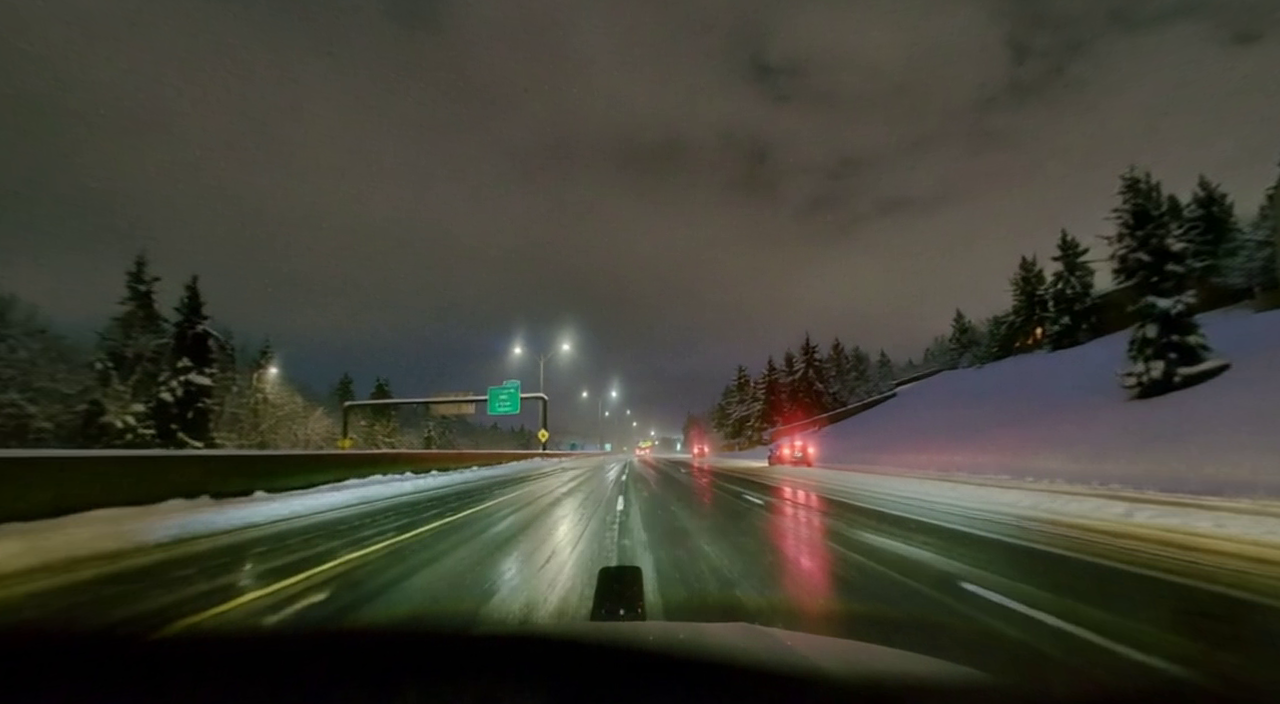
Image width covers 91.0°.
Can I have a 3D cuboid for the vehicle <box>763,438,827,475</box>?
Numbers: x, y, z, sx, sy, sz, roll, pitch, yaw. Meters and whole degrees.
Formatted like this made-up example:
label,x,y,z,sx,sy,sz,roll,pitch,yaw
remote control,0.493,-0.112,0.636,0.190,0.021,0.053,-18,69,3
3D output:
label,x,y,z,sx,sy,sz,roll,pitch,yaw
vehicle,7.983,5.433,32.875,2.167,1.781,4.340,0,-9,-1
